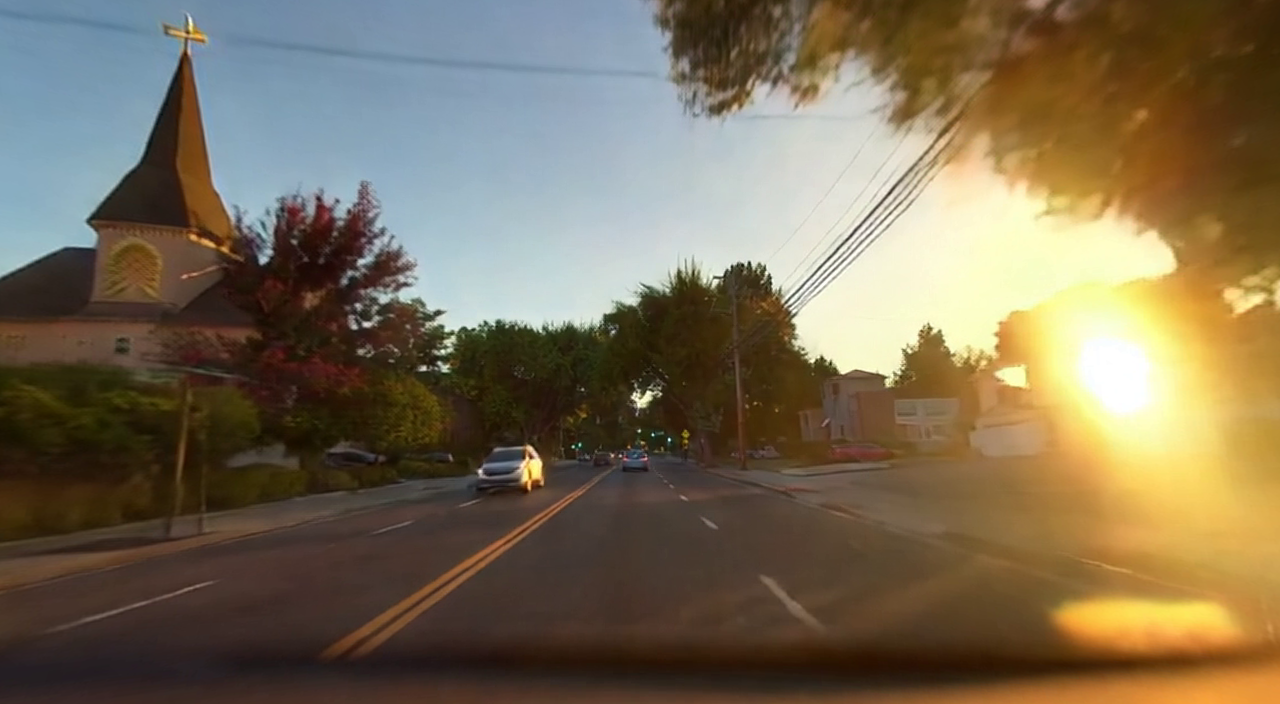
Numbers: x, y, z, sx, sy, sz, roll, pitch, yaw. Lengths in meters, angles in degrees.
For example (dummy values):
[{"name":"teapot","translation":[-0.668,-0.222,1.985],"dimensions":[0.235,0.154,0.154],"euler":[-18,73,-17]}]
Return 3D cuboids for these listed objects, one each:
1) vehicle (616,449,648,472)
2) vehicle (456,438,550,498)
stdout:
[{"name":"vehicle","translation":[-0.564,7.458,43.488],"dimensions":[2.093,1.497,4.010],"euler":[0,-9,-1]},{"name":"vehicle","translation":[-4.793,4.156,22.931],"dimensions":[2.212,1.906,4.958],"euler":[0,-9,1]}]
